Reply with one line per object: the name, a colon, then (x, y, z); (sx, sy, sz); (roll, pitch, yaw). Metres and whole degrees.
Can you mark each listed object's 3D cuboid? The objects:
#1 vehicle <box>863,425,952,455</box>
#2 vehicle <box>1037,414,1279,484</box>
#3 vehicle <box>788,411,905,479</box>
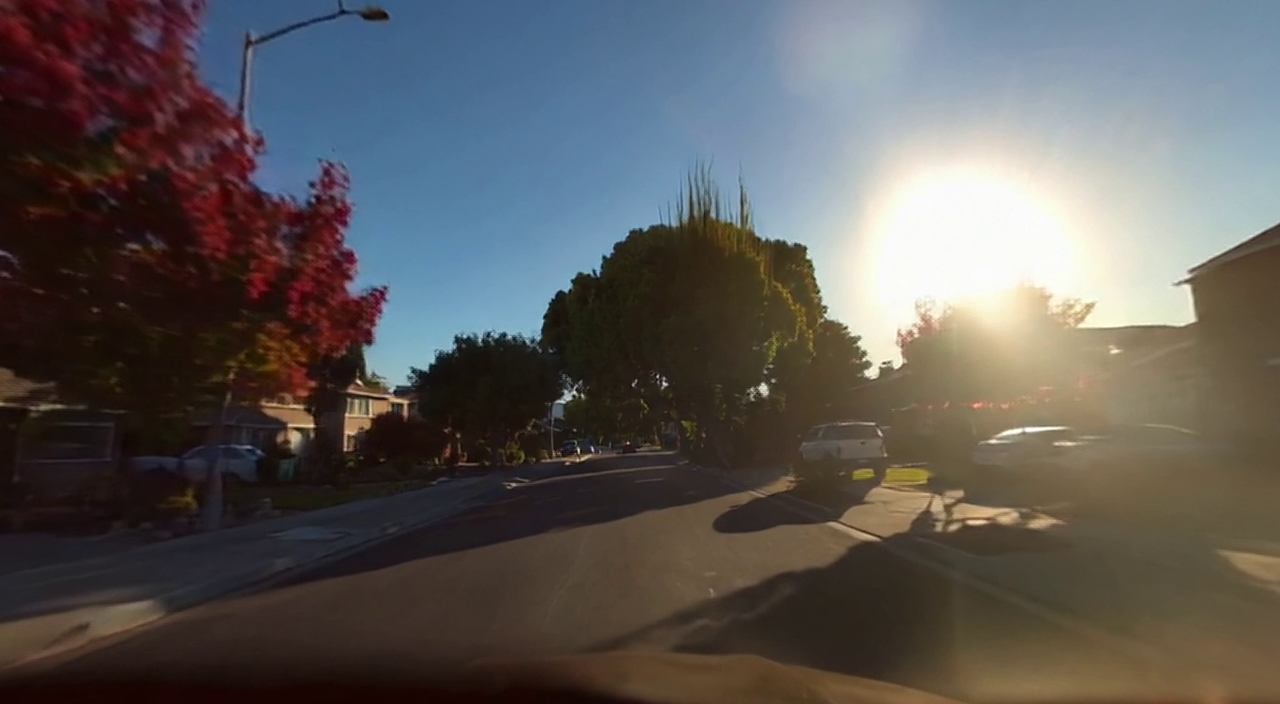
vehicle: (14.714, 4.866, 34.912); (4.045, 1.570, 1.864); (0, -8, 0)
vehicle: (12.136, 2.211, 14.538); (4.686, 1.466, 1.869); (0, -8, 0)
vehicle: (6.928, 3.218, 21.898); (2.233, 1.923, 4.848); (-4, -8, -2)
